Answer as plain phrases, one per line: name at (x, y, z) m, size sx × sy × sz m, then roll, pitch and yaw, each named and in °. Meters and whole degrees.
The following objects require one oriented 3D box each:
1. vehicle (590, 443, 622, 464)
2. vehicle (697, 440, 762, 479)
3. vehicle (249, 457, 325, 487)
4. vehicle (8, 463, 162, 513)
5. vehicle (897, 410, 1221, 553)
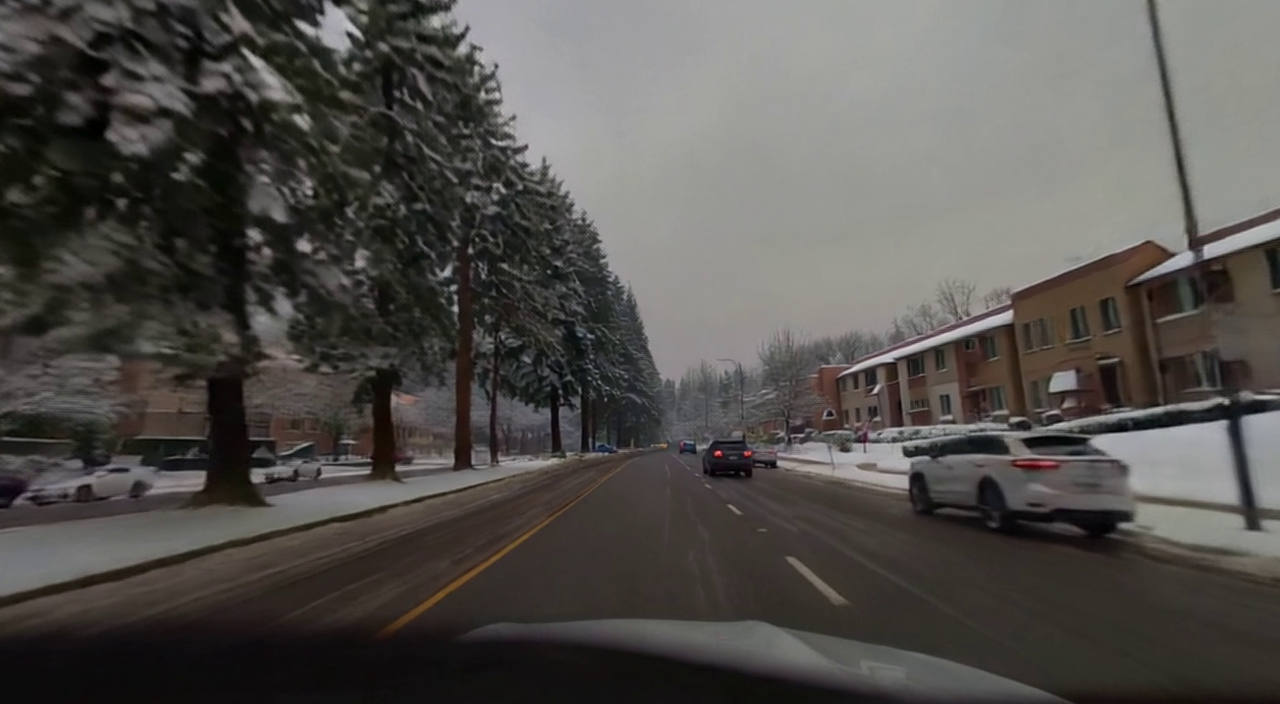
vehicle at (-2.534, 7.754, 48.164) m, size 2.049 × 1.485 × 4.656 m, roll 0°, pitch -9°, yaw 1°
vehicle at (3.716, 4.564, 26.921) m, size 2.128 × 1.502 × 4.572 m, roll 0°, pitch -9°, yaw 1°
vehicle at (-22.126, 7.482, 39.699) m, size 1.883 × 1.671 × 4.779 m, roll -1°, pitch -9°, yaw 2°
vehicle at (-22.098, 5.408, 25.444) m, size 1.882 × 1.479 × 4.822 m, roll -7°, pitch -9°, yaw 1°
vehicle at (6.531, 2.080, 10.845) m, size 2.092 × 1.849 × 5.068 m, roll 0°, pitch -9°, yaw 1°
